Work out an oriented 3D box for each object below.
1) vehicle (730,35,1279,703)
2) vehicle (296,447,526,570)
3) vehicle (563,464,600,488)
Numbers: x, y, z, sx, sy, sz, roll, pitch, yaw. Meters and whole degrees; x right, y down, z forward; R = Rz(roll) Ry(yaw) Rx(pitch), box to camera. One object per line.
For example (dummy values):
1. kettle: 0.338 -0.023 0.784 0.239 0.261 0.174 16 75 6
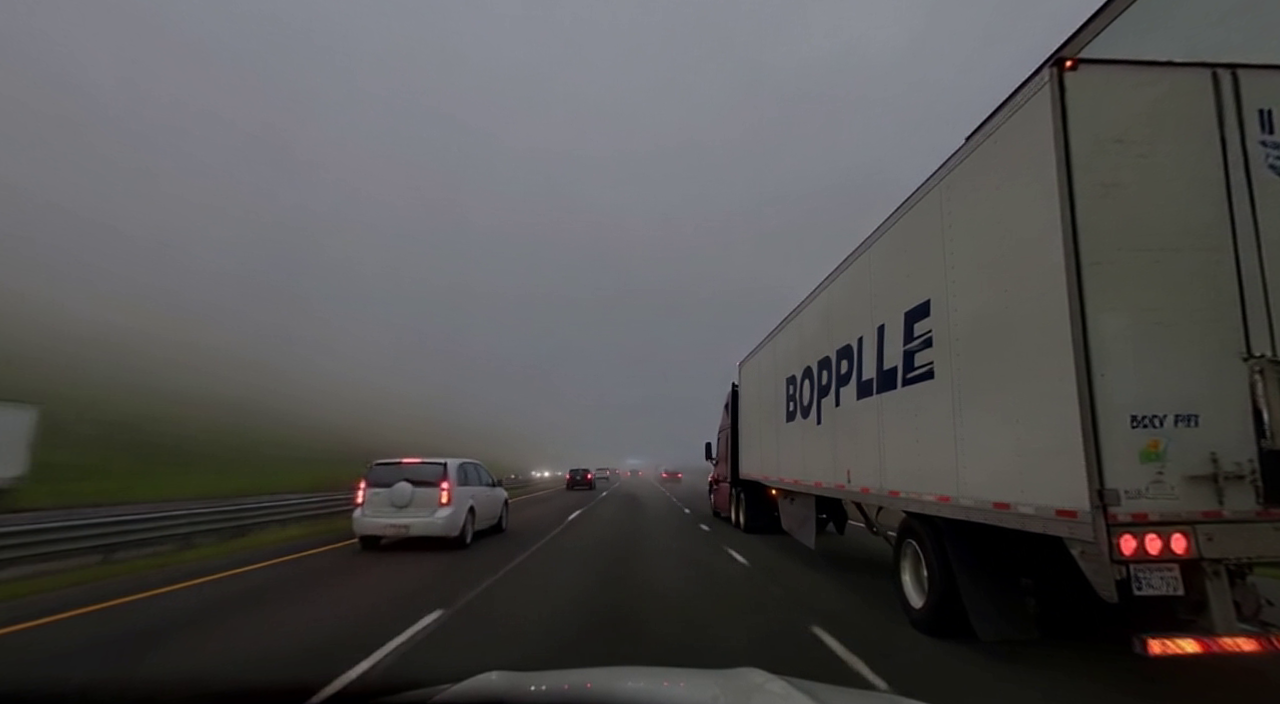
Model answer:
1. vehicle: 4.058 1.291 10.554 2.839 4.062 14.051 1 -11 -1
2. vehicle: -3.275 2.372 10.128 2.021 1.505 4.286 1 -11 1
3. vehicle: -3.999 8.649 44.037 2.088 1.566 4.853 1 -11 0
